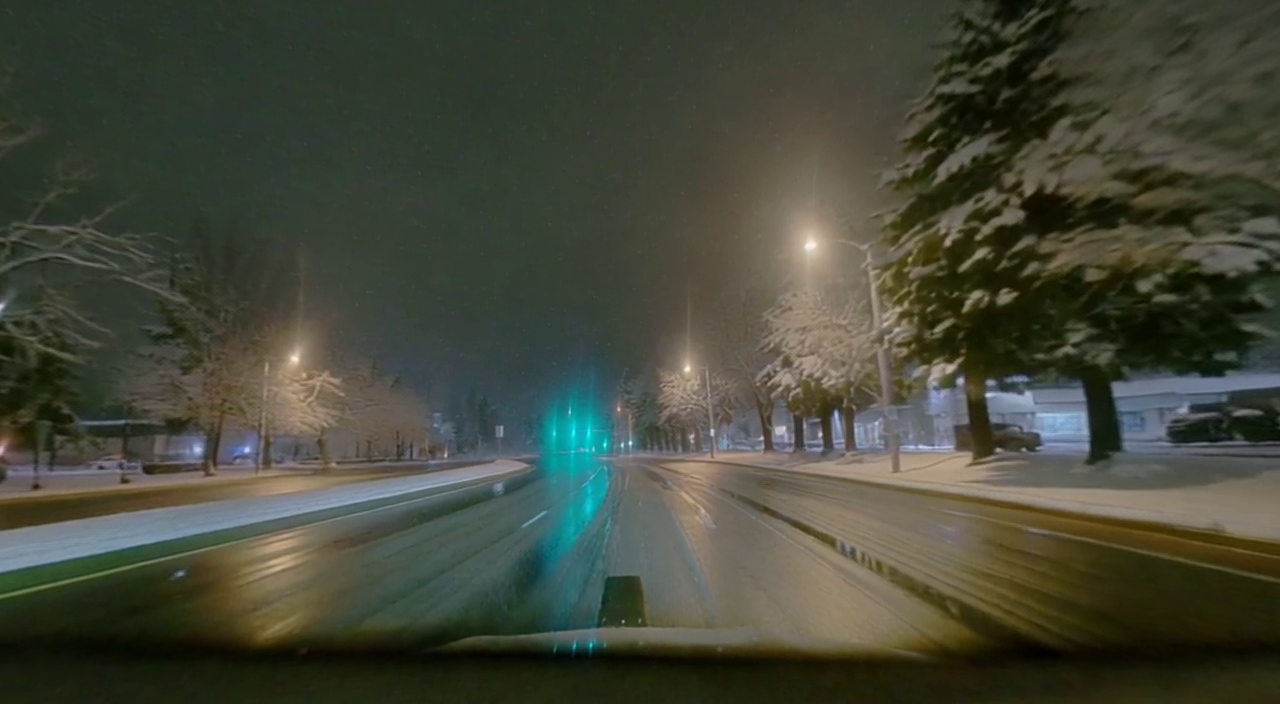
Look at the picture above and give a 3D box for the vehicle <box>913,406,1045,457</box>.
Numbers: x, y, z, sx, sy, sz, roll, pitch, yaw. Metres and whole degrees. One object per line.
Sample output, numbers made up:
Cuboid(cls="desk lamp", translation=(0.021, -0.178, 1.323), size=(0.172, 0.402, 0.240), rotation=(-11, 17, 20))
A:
Cuboid(cls="vehicle", translation=(22.616, 5.401, 42.127), size=(7.144, 3.248, 2.873), rotation=(1, -9, -4))
